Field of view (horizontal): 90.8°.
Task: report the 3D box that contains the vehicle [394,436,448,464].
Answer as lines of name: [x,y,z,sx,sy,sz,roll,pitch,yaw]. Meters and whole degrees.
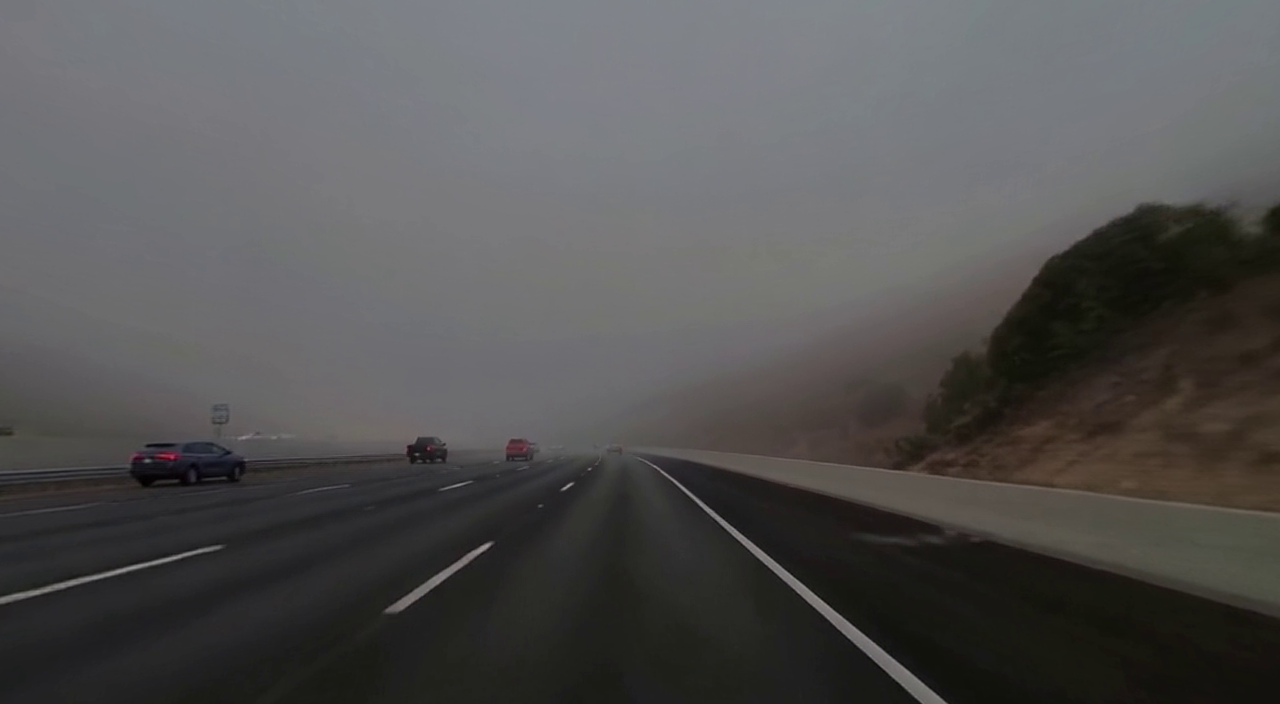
vehicle: [-16.107,7.216,46.757,2.240,1.953,5.452,0,-8,-2]

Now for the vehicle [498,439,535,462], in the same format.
vehicle: [-9.563,7.636,49.138,2.104,1.715,4.319,0,-8,-2]

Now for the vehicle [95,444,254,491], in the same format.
vehicle: [-15.531,3.842,21.472,1.955,1.429,4.575,0,-8,-1]
